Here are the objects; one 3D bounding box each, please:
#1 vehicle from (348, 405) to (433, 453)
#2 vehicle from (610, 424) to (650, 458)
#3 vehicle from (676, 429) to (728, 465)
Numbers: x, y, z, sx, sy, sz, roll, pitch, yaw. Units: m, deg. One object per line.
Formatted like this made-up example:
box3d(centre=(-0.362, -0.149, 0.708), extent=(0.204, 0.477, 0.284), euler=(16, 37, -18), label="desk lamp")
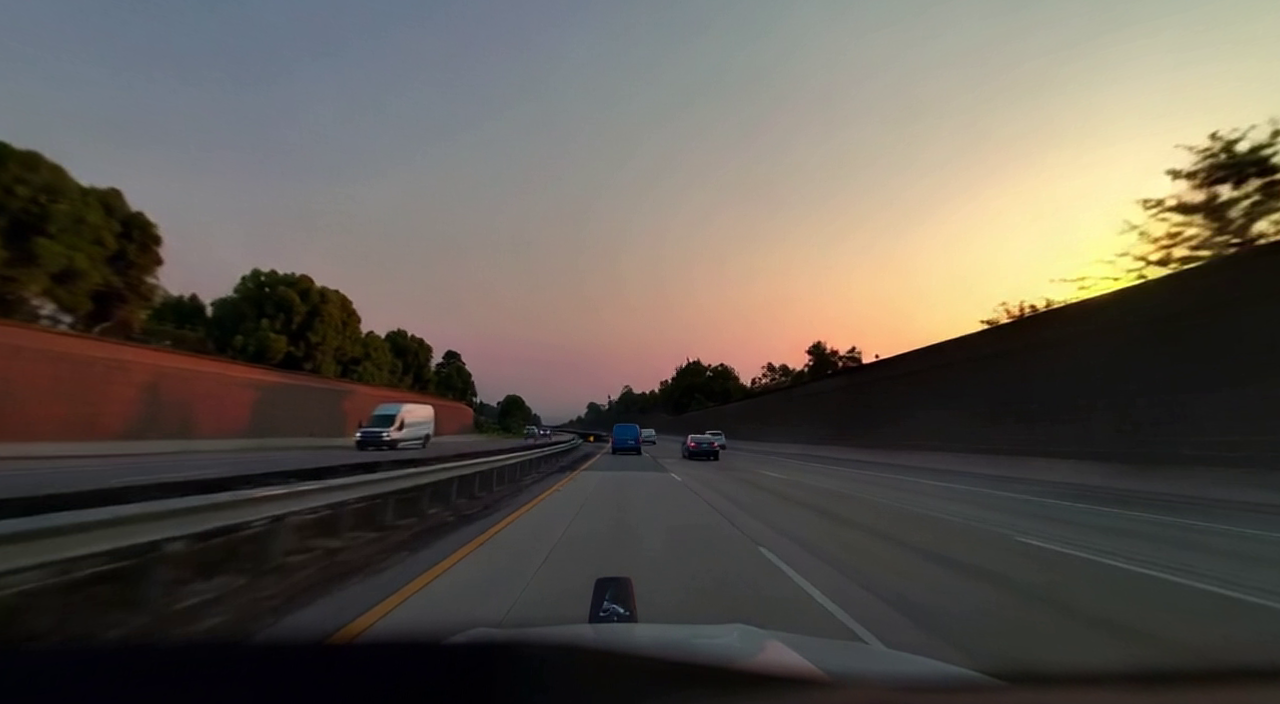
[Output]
box3d(centre=(-17.640, 5.555, 45.169), extent=(2.842, 3.134, 7.777), euler=(0, -8, 0), label="vehicle")
box3d(centre=(-0.636, 5.694, 40.361), extent=(2.403, 1.994, 4.683), euler=(0, -8, -1), label="vehicle")
box3d(centre=(2.954, 4.594, 30.649), extent=(1.996, 1.589, 3.715), euler=(0, -8, -2), label="vehicle")
